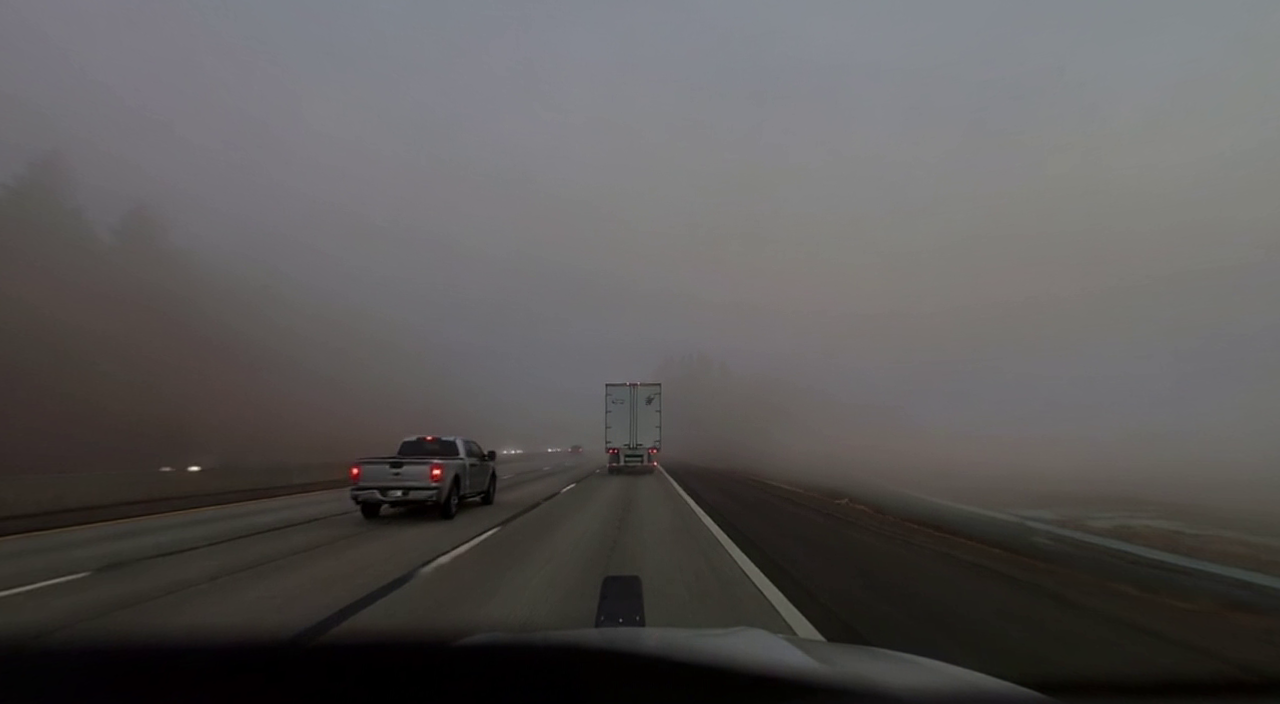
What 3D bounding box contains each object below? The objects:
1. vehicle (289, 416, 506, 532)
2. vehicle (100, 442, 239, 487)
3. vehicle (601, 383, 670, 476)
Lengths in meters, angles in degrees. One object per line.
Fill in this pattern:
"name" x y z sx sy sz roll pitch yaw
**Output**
"vehicle" -4.384 2.314 12.554 2.285 1.833 4.984 0 -8 1
"vehicle" -22.059 5.271 29.927 2.215 1.885 5.618 0 -8 1
"vehicle" -0.250 4.292 33.771 3.052 4.132 11.336 0 -8 0
